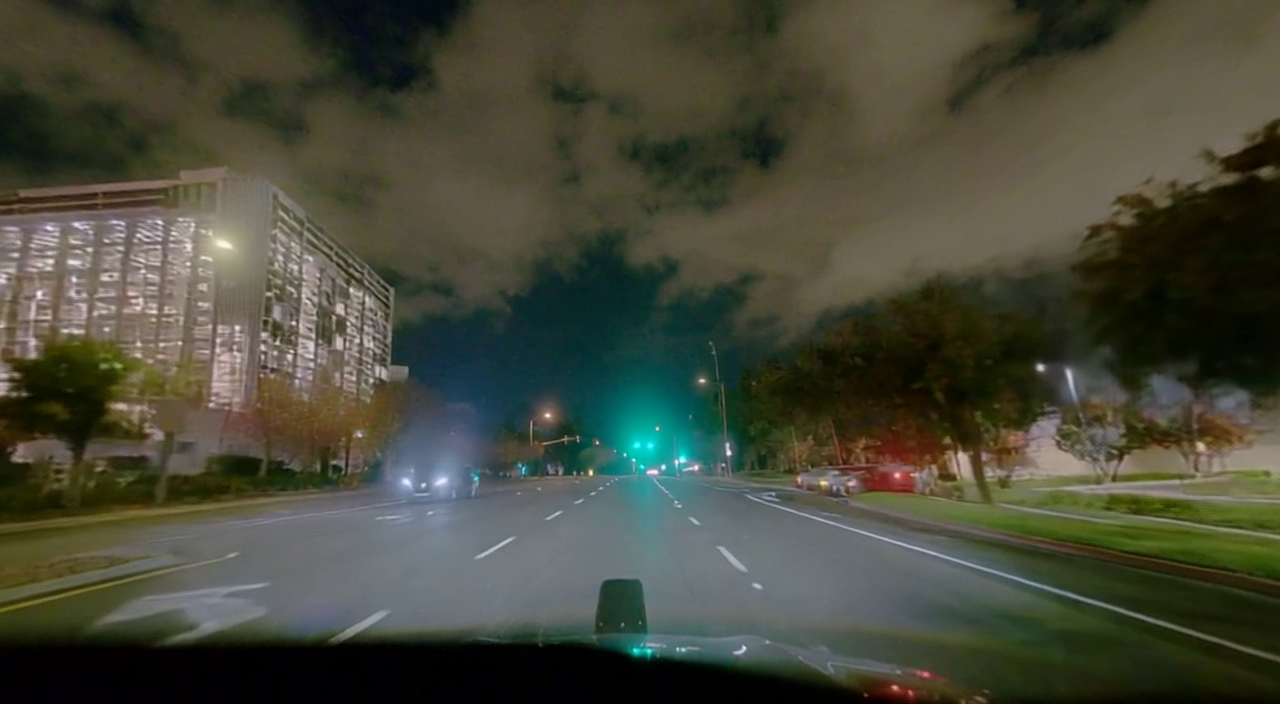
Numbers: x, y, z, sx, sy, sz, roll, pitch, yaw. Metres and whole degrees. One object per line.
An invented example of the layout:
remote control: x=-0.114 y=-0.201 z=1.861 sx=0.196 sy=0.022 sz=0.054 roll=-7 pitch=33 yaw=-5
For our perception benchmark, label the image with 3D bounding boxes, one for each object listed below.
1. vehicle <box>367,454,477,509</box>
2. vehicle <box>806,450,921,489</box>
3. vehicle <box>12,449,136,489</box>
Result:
vehicle: x=-7.596 y=4.531 z=22.432 sx=2.220 sy=1.681 sz=4.633 roll=0 pitch=-9 yaw=0
vehicle: x=11.055 y=5.830 z=31.320 sx=4.903 sy=1.831 sz=2.098 roll=0 pitch=-9 yaw=2
vehicle: x=-27.578 y=5.748 z=30.714 sx=3.770 sy=1.737 sz=2.102 roll=1 pitch=-15 yaw=-1
